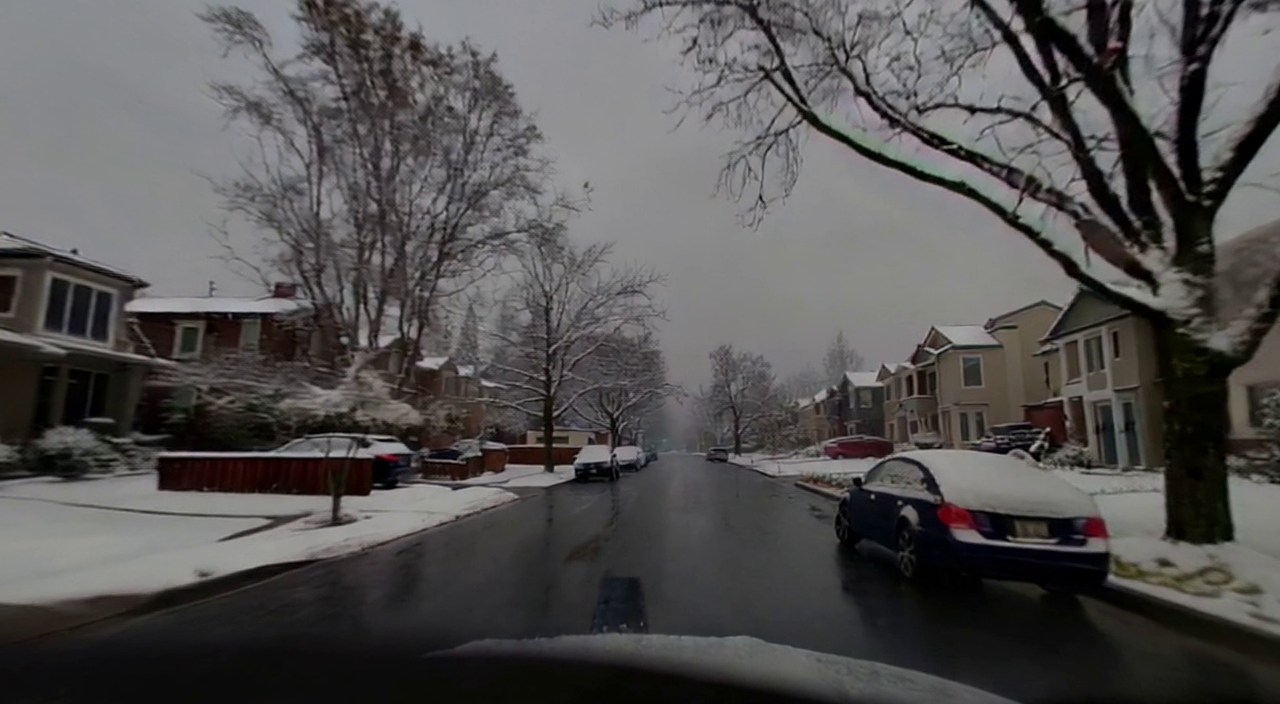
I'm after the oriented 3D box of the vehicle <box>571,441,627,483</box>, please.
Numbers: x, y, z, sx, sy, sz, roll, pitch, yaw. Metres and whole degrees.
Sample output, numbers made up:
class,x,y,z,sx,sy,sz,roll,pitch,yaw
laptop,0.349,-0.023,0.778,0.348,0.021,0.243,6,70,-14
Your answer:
class,x,y,z,sx,sy,sz,roll,pitch,yaw
vehicle,-1.716,4.865,27.949,1.974,1.664,4.539,-1,-9,3

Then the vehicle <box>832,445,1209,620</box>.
class,x,y,z,sx,sy,sz,roll,pitch,yaw
vehicle,3.852,1.835,7.555,1.996,1.409,4.446,0,-8,4

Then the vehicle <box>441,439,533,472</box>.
class,x,y,z,sx,sy,sz,roll,pitch,yaw
vehicle,-8.184,5.572,34.027,4.414,1.658,1.988,0,-8,4

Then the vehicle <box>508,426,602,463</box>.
class,x,y,z,sx,sy,sz,roll,pitch,yaw
vehicle,-6.540,7.247,49.356,6.780,2.770,2.970,-1,-8,5

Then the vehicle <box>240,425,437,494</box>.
class,x,y,z,sx,sy,sz,roll,pitch,yaw
vehicle,-8.235,2.928,17.443,4.480,1.740,1.988,-1,-8,9
